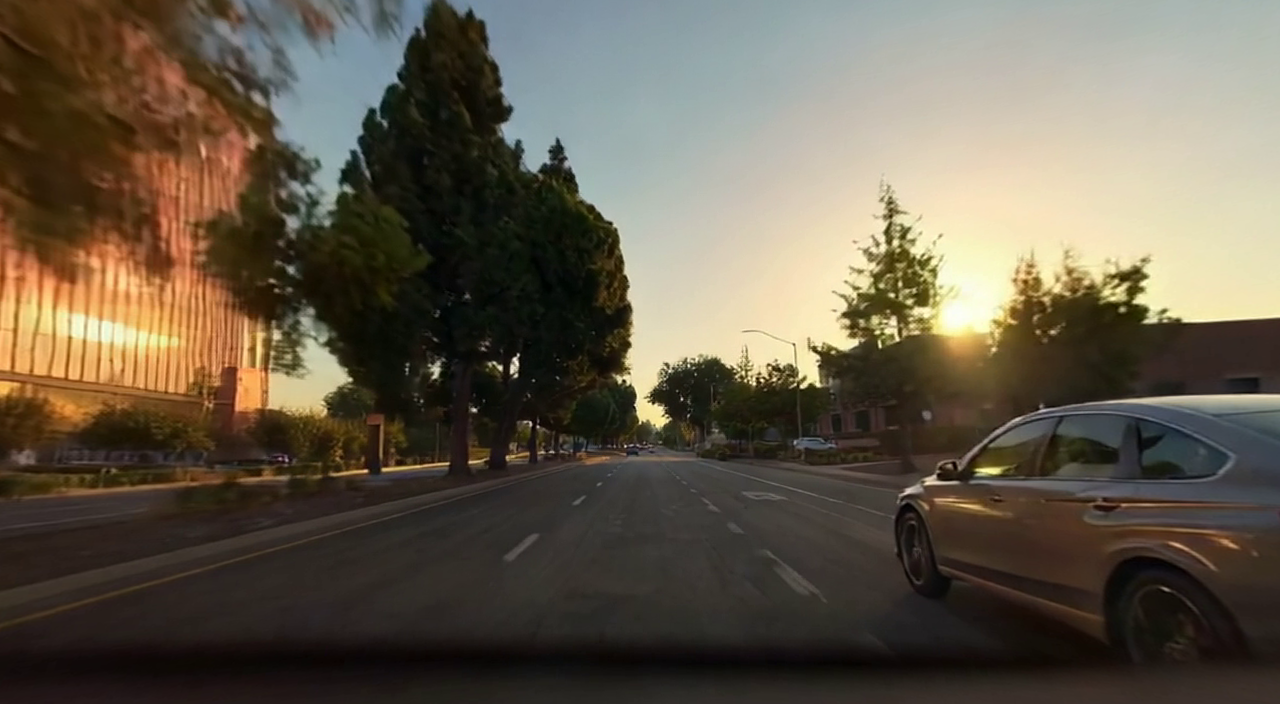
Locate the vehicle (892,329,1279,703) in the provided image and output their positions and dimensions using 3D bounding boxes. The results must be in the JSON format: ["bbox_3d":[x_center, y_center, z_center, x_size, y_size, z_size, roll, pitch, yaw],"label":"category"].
[{"bbox_3d":[3.185,0.903,2.990,2.090,1.685,4.436,0,-8,0],"label":"vehicle"}]
